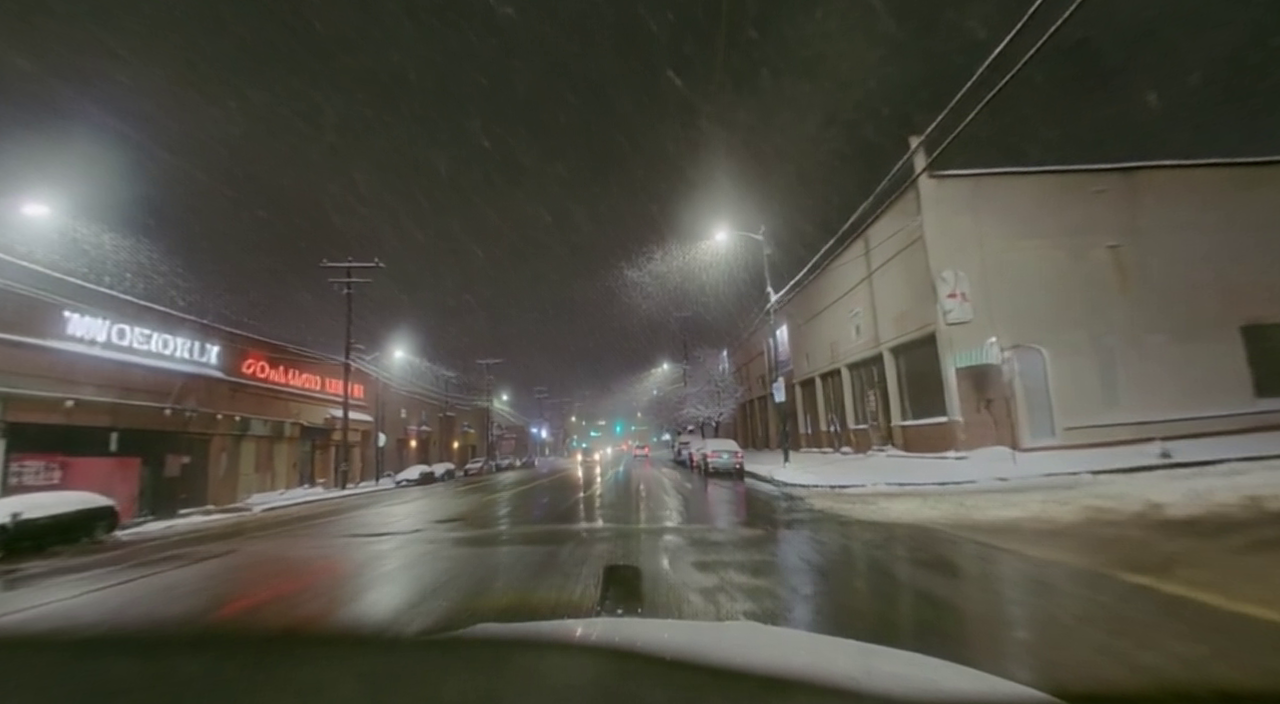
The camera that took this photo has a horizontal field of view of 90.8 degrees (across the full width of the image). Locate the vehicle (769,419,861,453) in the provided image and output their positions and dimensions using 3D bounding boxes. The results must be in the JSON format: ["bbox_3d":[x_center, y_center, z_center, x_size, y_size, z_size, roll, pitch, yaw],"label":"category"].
[{"bbox_3d":[12.225,5.894,44.370,5.603,1.659,2.393,-6,-8,-4],"label":"vehicle"}]

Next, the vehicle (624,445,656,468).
[{"bbox_3d":[-0.037,7.341,44.455,2.099,1.470,4.270,-1,-8,-1],"label":"vehicle"}]

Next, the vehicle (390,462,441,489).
[{"bbox_3d":[-15.737,8.665,44.586,1.883,1.493,4.880,-2,-8,-1],"label":"vehicle"}]

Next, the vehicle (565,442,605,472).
[{"bbox_3d":[-3.658,7.018,42.618,2.348,1.831,4.737,-1,-8,-1],"label":"vehicle"}]

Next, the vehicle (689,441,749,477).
[{"bbox_3d":[3.542,4.895,29.184,2.042,1.487,5.033,0,-8,-1],"label":"vehicle"}]

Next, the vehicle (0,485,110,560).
[{"bbox_3d":[-15.672,4.295,15.384,1.793,1.437,4.415,-8,-7,-1],"label":"vehicle"}]
